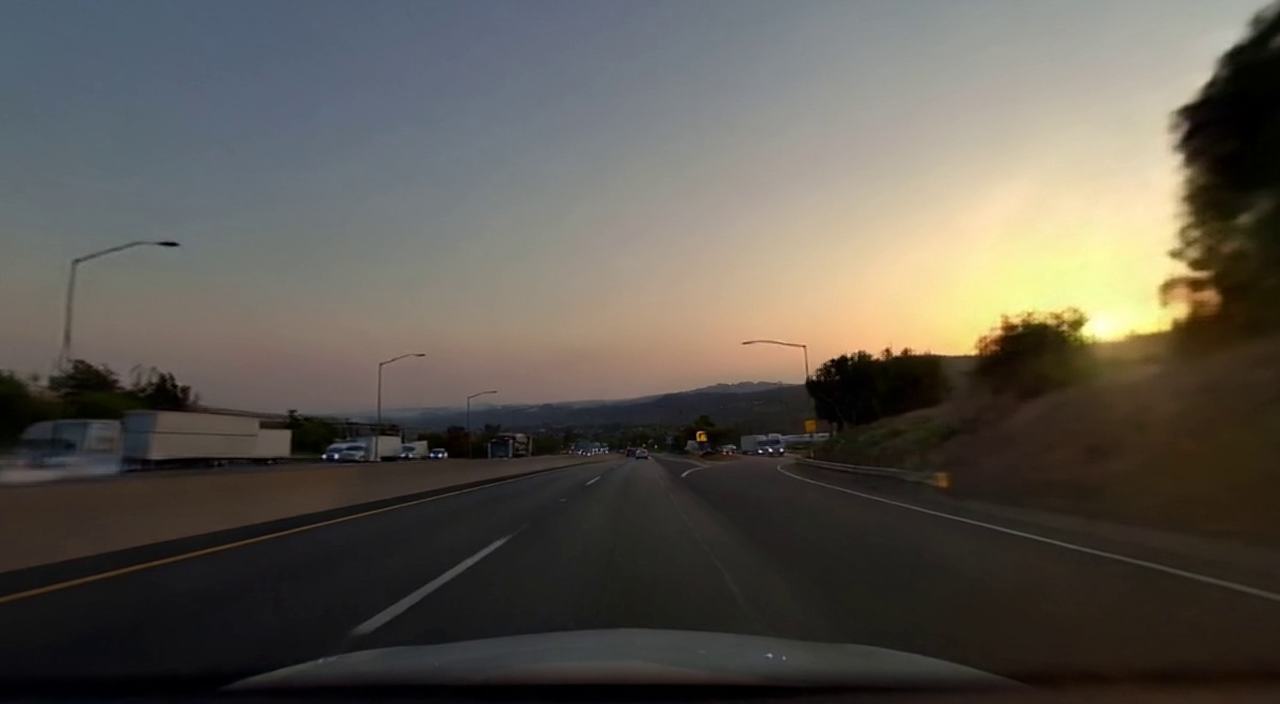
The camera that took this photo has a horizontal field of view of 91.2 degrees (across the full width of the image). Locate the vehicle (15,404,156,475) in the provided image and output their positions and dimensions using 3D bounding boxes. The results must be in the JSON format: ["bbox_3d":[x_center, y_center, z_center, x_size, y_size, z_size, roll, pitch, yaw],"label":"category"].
[{"bbox_3d":[-35.030,5.607,40.014,2.875,4.025,6.567,-2,-8,0],"label":"vehicle"}]
